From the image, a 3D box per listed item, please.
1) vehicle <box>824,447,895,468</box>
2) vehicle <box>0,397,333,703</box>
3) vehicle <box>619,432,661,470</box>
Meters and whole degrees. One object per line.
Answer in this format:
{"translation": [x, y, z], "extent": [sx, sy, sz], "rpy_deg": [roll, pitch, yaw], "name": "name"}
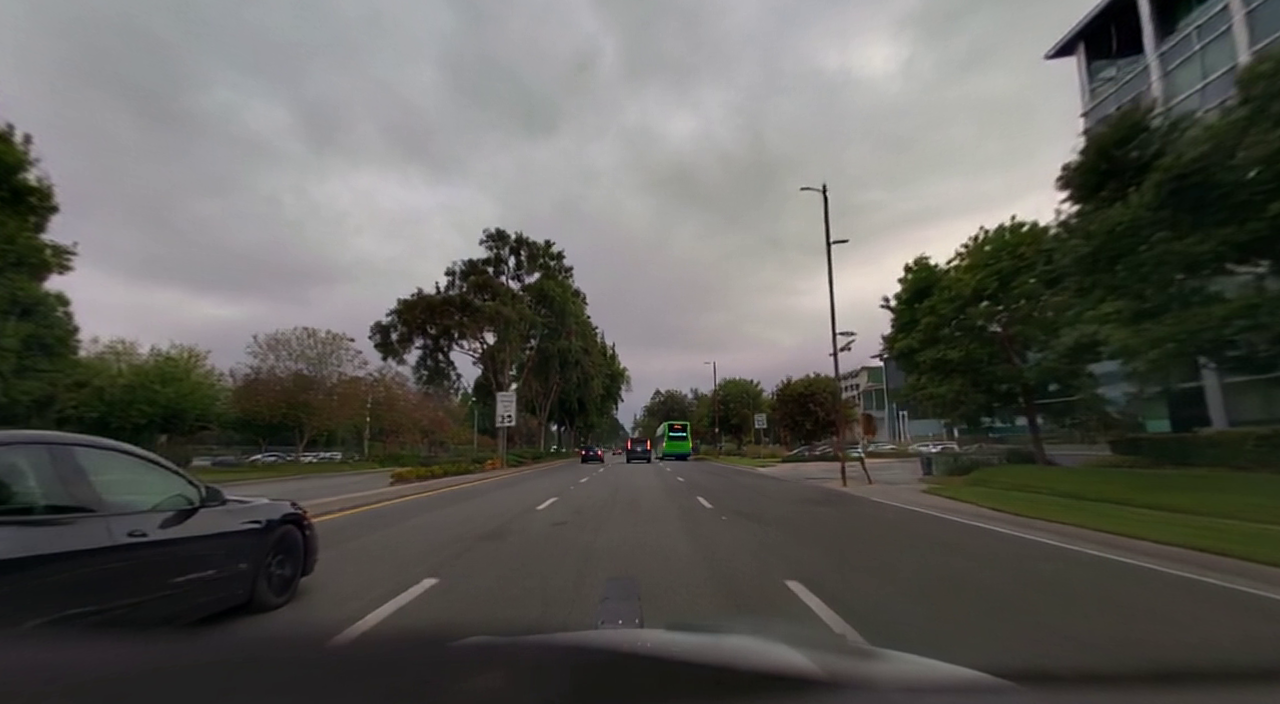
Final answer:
{"translation": [16.674, 8.028, 48.097], "extent": [4.682, 1.507, 1.878], "rpy_deg": [0, -9, 0], "name": "vehicle"}
{"translation": [-3.693, 0.995, 3.024], "extent": [2.120, 1.481, 4.535], "rpy_deg": [0, -9, 1], "name": "vehicle"}
{"translation": [0.032, 5.957, 38.093], "extent": [2.336, 2.122, 5.207], "rpy_deg": [0, -9, 1], "name": "vehicle"}
